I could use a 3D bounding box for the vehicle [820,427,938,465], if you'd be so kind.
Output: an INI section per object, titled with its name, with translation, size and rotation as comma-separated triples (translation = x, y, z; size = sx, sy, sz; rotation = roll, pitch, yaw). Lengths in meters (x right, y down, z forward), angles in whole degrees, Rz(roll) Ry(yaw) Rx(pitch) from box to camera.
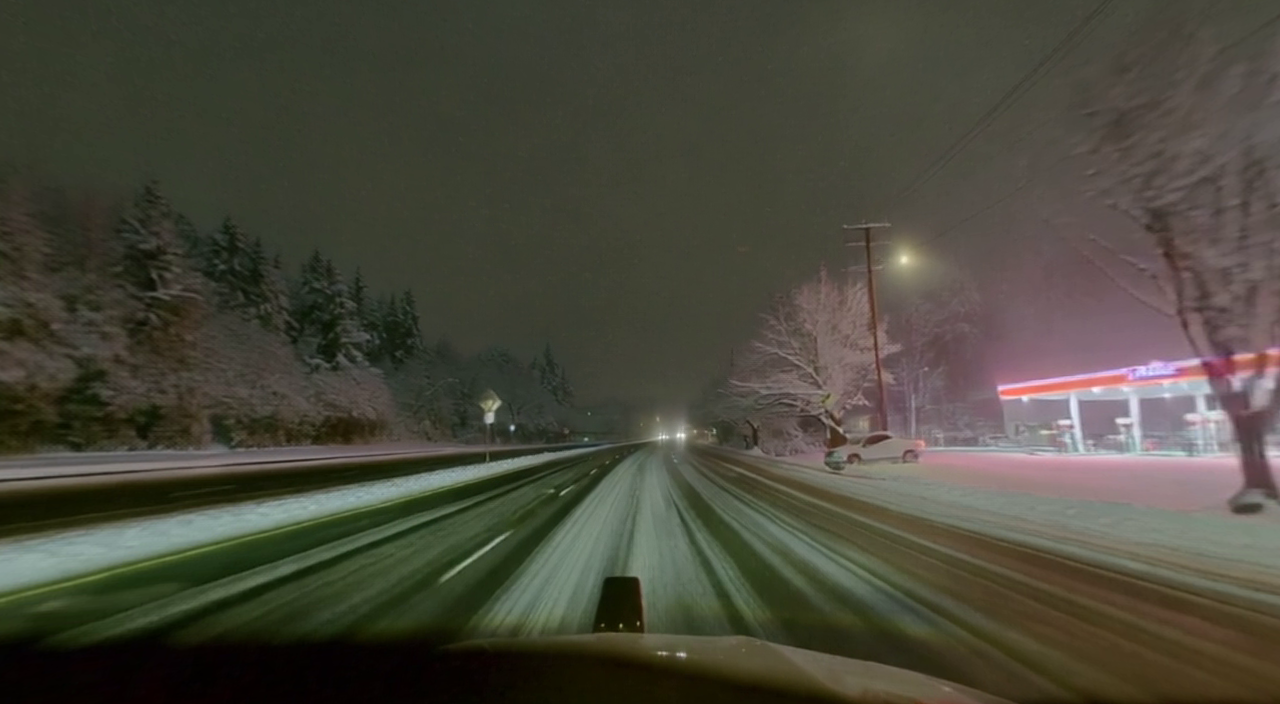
[vehicle]
translation = 10.685, 4.237, 28.477
size = 4.476, 1.629, 1.953
rotation = 0, -8, 0
